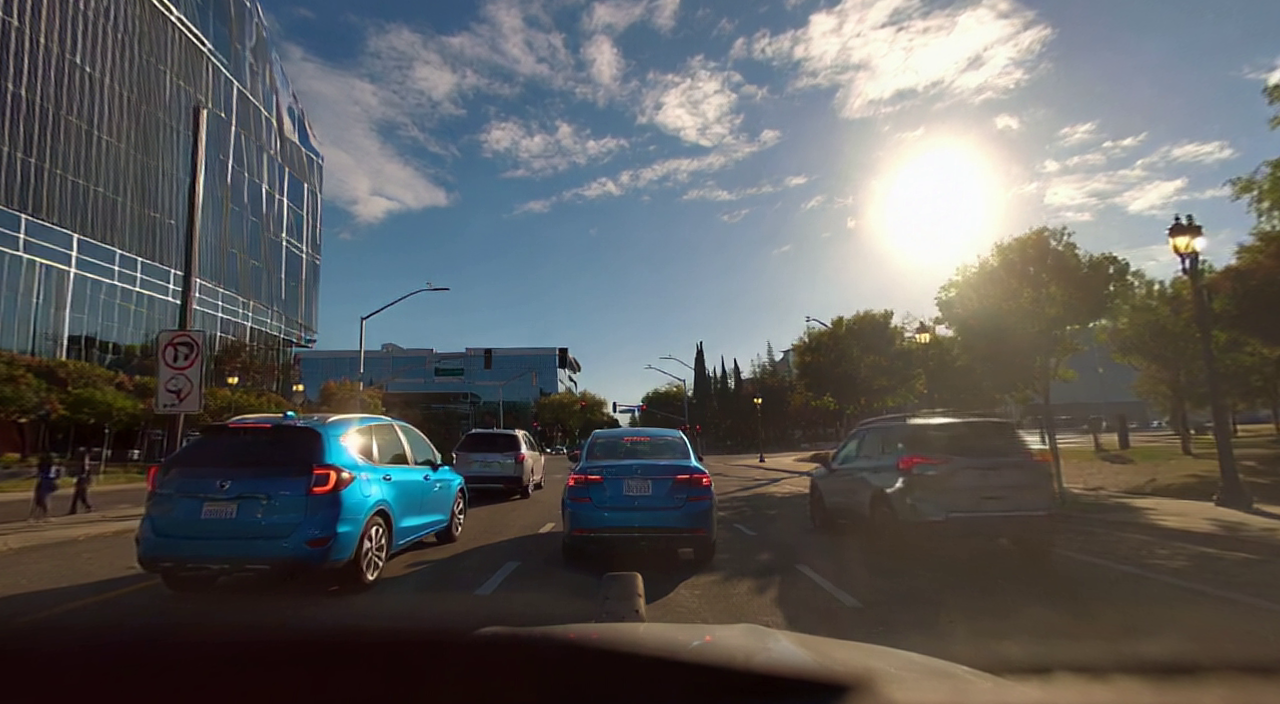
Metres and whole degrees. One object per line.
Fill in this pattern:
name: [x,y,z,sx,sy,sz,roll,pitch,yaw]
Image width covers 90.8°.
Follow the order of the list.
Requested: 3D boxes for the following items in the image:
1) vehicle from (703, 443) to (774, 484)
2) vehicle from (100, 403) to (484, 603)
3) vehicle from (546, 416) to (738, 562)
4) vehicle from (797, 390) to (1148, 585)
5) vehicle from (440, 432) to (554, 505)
vehicle: [3.728,4.306,24.758,2.082,1.445,4.426,0,-8,0]
vehicle: [-3.531,1.613,7.664,2.083,1.691,4.398,0,-8,1]
vehicle: [-0.010,1.885,9.417,2.207,1.659,4.155,0,-8,-1]
vehicle: [3.694,1.603,8.279,2.026,1.819,4.579,0,-8,-1]
vehicle: [-3.618,3.022,16.827,2.068,1.678,4.199,0,-8,0]
